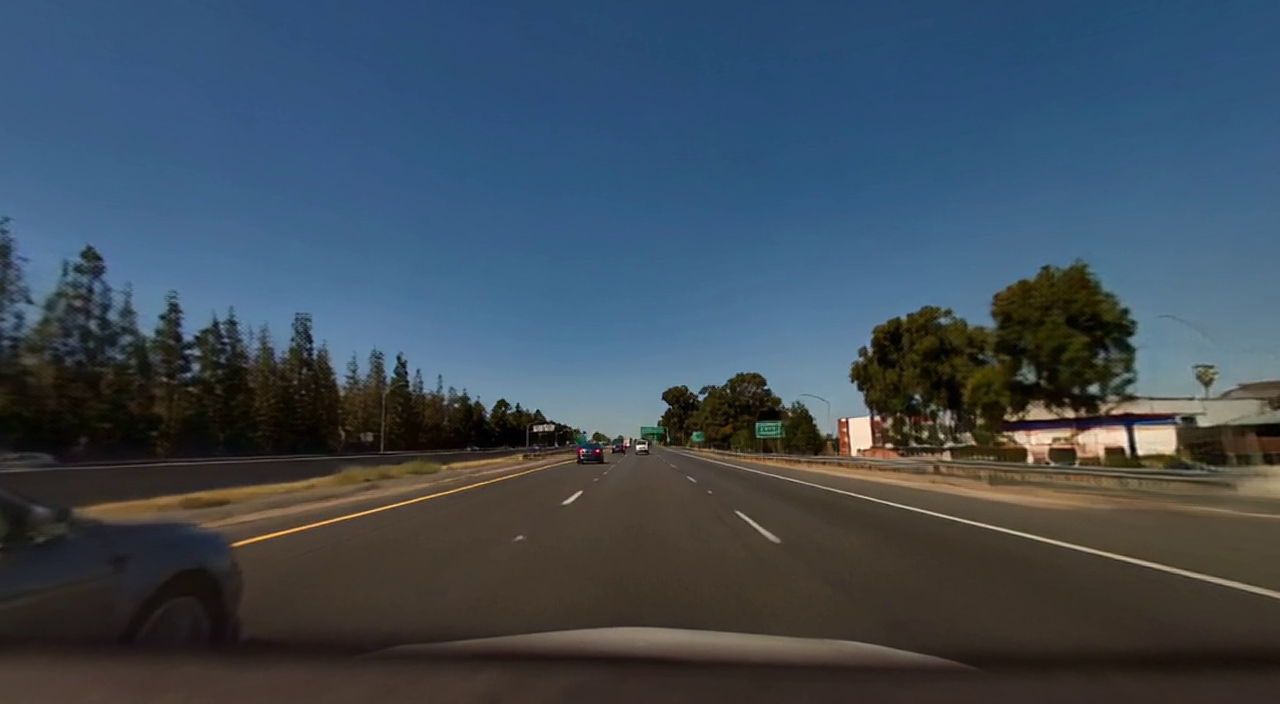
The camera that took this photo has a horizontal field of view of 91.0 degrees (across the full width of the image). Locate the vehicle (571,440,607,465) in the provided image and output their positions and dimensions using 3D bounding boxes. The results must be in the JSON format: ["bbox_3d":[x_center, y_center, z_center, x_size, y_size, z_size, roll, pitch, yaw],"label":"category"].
[{"bbox_3d":[-3.386,6.744,42.201,2.015,1.557,4.229,0,-9,1],"label":"vehicle"}]
